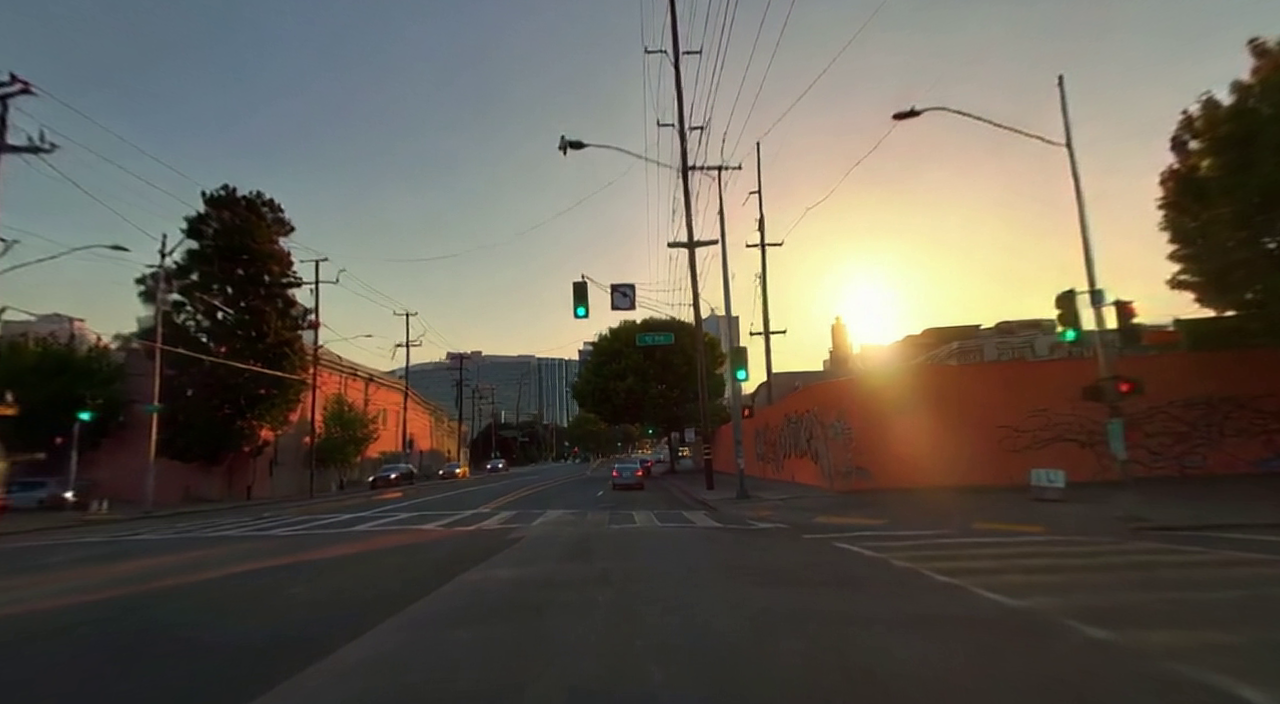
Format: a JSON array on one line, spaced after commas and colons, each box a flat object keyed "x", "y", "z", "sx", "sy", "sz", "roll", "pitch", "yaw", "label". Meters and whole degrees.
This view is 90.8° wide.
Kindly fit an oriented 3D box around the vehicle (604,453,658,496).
[{"x": -0.365, "y": 5.091, "z": 26.660, "sx": 2.105, "sy": 1.611, "sz": 3.750, "roll": 0, "pitch": -8, "yaw": -1, "label": "vehicle"}]

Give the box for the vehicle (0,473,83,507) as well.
[{"x": -30.018, "y": 6.799, "z": 31.123, "sx": 1.627, "sy": 1.383, "sz": 3.731, "roll": -4, "pitch": -9, "yaw": 4, "label": "vehicle"}]

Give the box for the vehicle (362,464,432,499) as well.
[{"x": -13.073, "y": 6.965, "z": 34.315, "sx": 1.992, "sy": 1.585, "sz": 4.375, "roll": 0, "pitch": -8, "yaw": 0, "label": "vehicle"}]
